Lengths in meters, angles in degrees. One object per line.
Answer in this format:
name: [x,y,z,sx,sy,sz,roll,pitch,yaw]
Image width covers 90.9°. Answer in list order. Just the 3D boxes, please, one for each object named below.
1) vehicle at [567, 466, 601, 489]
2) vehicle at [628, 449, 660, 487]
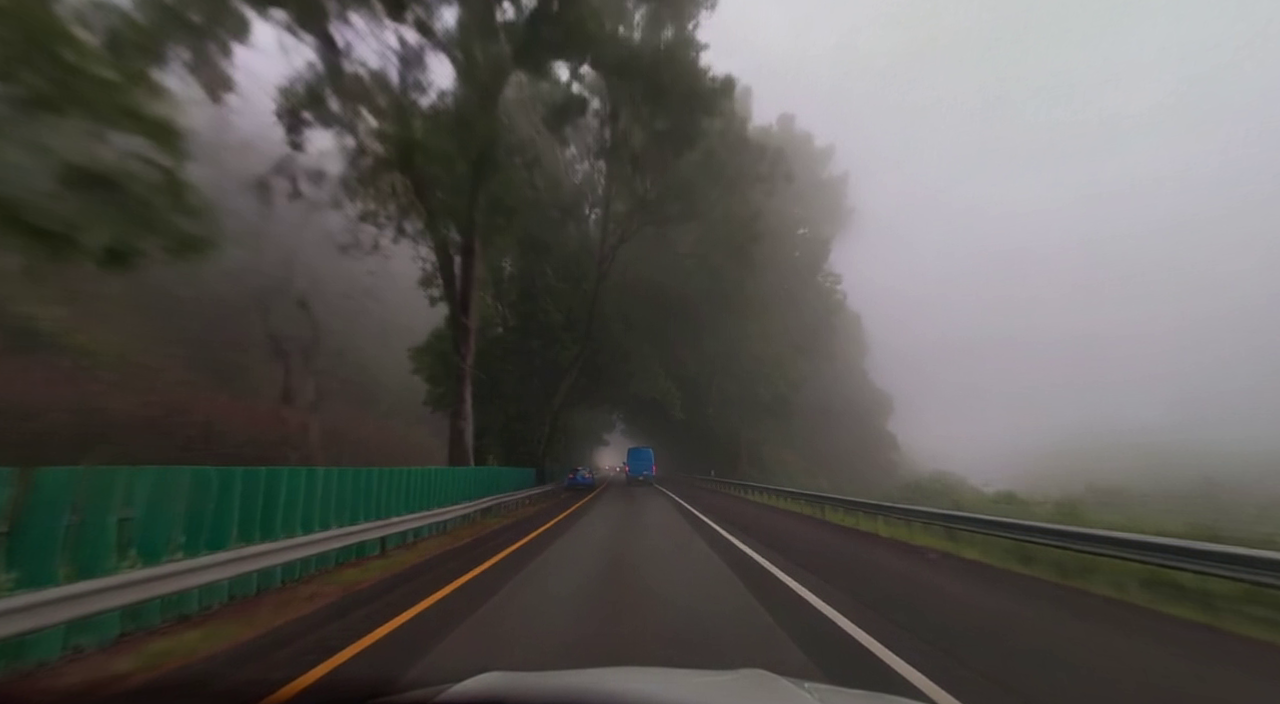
vehicle: [-3.876,8.814,44.428,2.038,1.490,4.391,1,-11,-1]
vehicle: [0.256,9.090,49.271,2.382,2.752,5.333,1,-11,-1]
